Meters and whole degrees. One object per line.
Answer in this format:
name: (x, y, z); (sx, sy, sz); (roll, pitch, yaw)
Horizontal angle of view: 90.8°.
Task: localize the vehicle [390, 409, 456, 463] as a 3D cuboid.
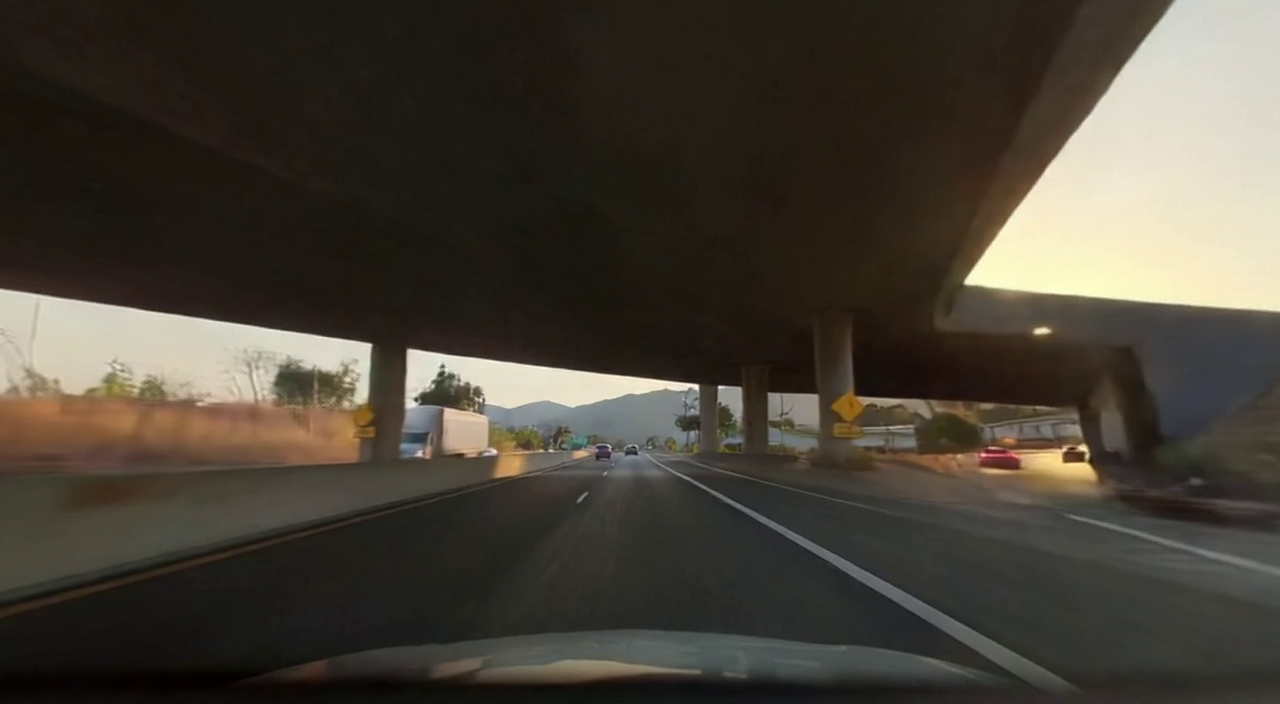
vehicle: (-16.587, 6.533, 48.688); (2.986, 3.924, 5.914); (0, -9, -1)
